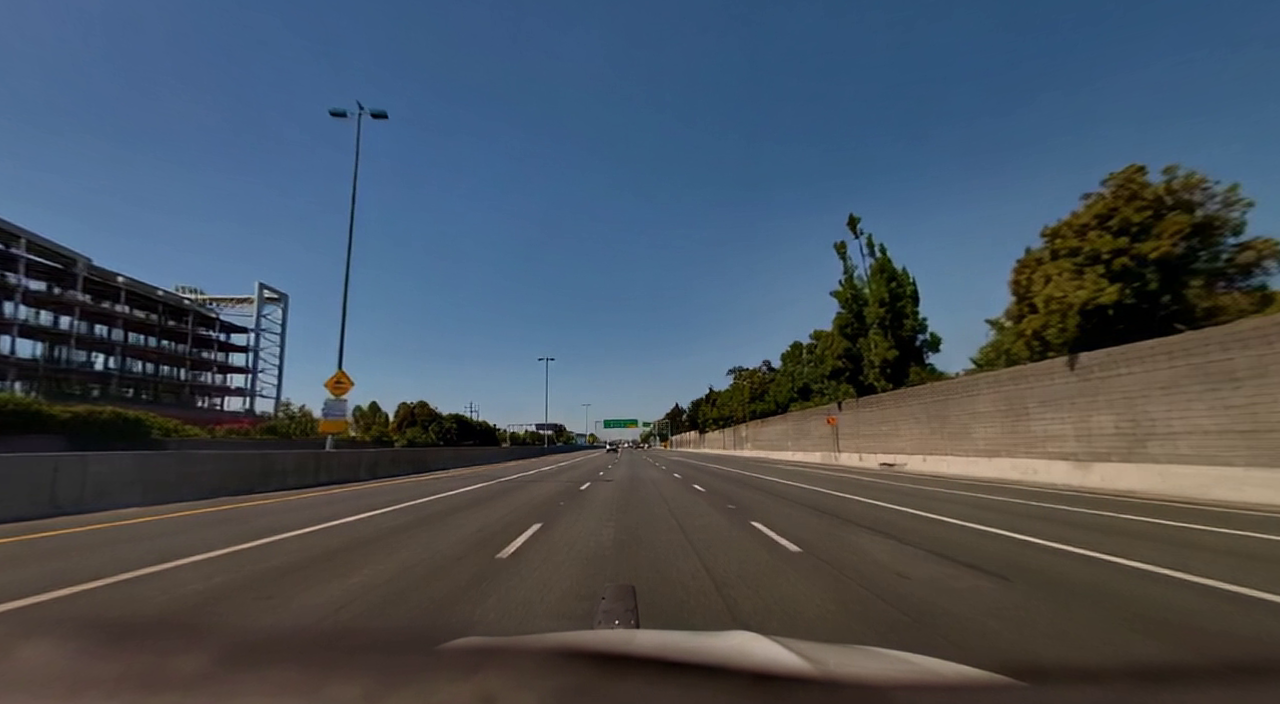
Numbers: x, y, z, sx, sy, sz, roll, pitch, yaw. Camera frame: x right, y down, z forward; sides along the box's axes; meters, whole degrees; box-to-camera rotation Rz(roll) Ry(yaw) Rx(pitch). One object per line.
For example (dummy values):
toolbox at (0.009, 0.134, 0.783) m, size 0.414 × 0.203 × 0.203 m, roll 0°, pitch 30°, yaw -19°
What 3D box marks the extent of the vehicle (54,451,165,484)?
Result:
vehicle at (-26.395, 5.731, 31.658) m, size 1.797 × 1.463 × 4.376 m, roll 0°, pitch -9°, yaw 0°
